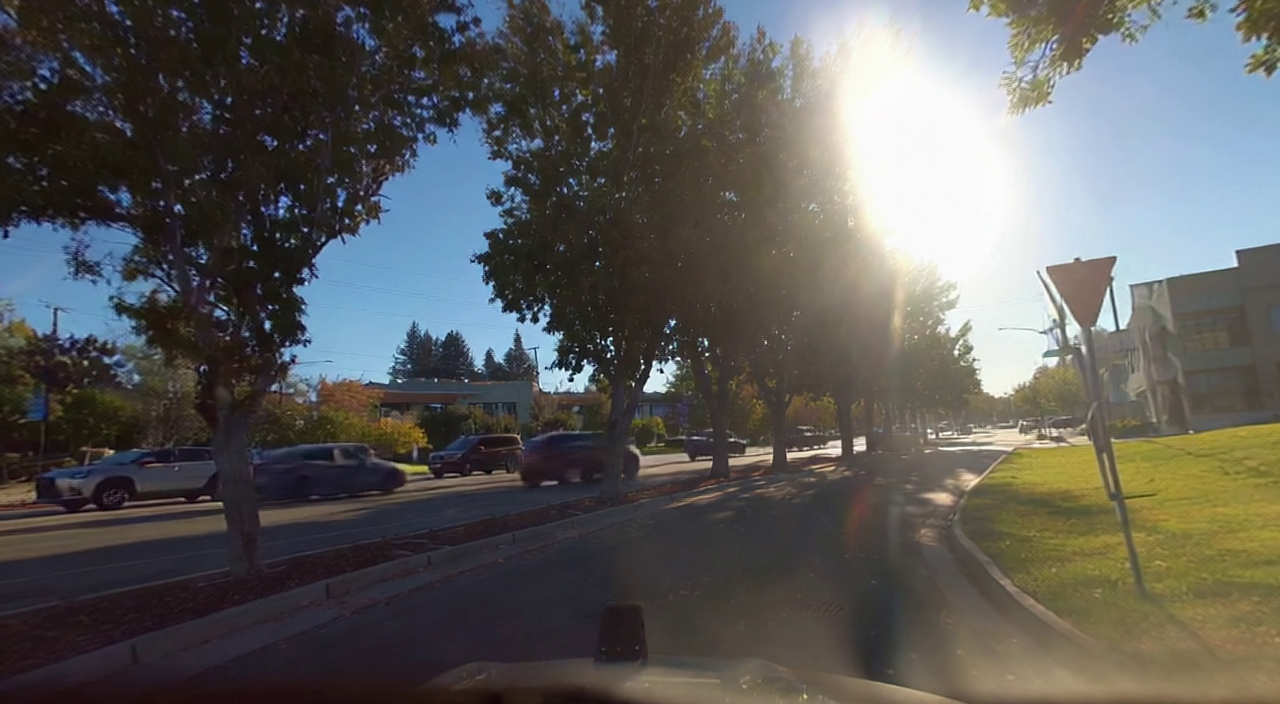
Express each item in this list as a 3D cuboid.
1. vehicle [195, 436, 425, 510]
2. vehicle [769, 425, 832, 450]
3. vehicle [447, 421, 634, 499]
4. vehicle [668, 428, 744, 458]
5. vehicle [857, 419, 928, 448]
[{"bbox_3d":[-8.587,3.139,16.904,2.183,1.651,4.928,-8,-11,39],"label":"vehicle"},{"bbox_3d":[11.047,5.869,43.324,2.146,1.555,4.810,-9,-12,41],"label":"vehicle"},{"bbox_3d":[-2.674,2.986,18.157,1.954,1.639,5.229,-9,-8,39],"label":"vehicle"},{"bbox_3d":[4.228,5.708,40.096,2.313,1.688,5.015,-6,-8,40],"label":"vehicle"},{"bbox_3d":[15.673,5.065,39.070,2.201,1.574,5.060,-11,-13,42],"label":"vehicle"}]
